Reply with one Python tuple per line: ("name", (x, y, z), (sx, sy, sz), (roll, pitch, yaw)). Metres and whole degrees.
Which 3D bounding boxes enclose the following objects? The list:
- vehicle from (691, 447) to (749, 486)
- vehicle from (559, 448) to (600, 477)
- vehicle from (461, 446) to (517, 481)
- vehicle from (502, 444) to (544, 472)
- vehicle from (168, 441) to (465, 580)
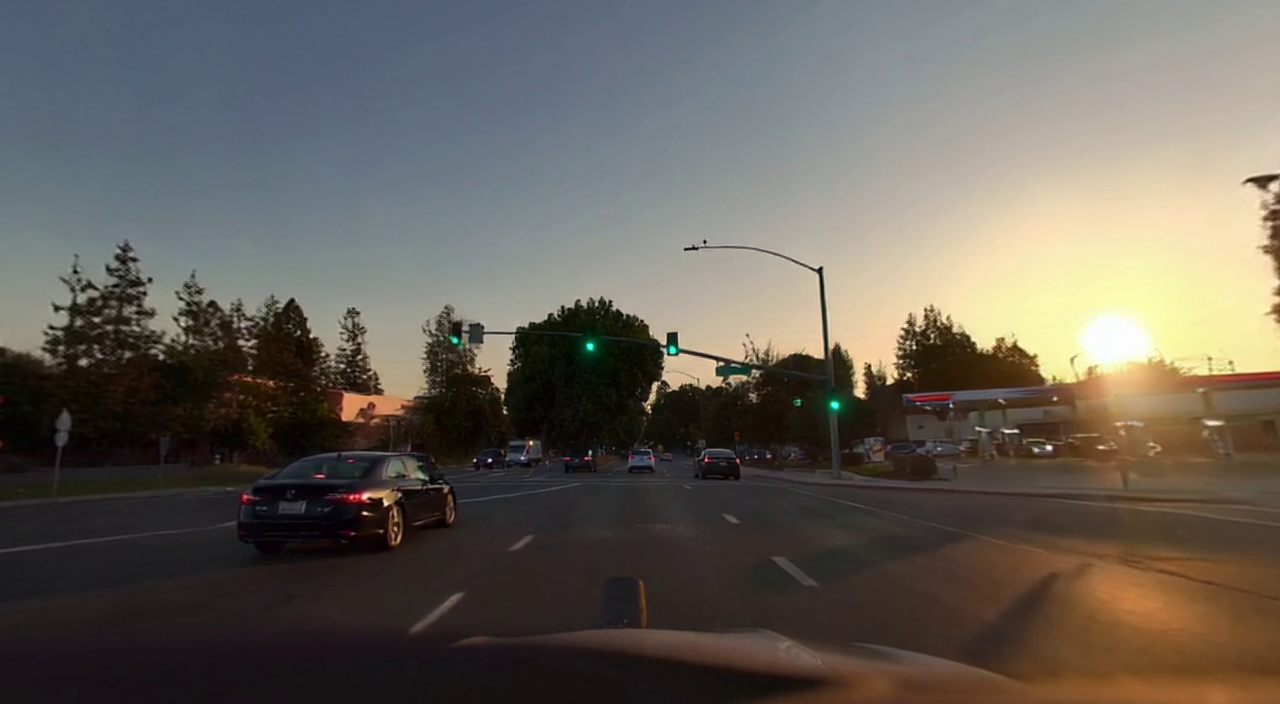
("vehicle", (3.266, 4.766, 26.504), (1.883, 1.465, 3.975), (0, -8, -1))
("vehicle", (-3.330, 6.174, 35.480), (1.841, 1.474, 4.038), (0, -8, 1))
("vehicle", (-8.262, 6.106, 34.919), (1.922, 1.660, 4.332), (-3, -8, 2))
("vehicle", (-8.475, 7.709, 46.316), (2.370, 1.909, 5.431), (0, -8, -4))
("vehicle", (-4.105, 2.035, 9.031), (1.803, 1.463, 4.422), (0, -8, 2))
